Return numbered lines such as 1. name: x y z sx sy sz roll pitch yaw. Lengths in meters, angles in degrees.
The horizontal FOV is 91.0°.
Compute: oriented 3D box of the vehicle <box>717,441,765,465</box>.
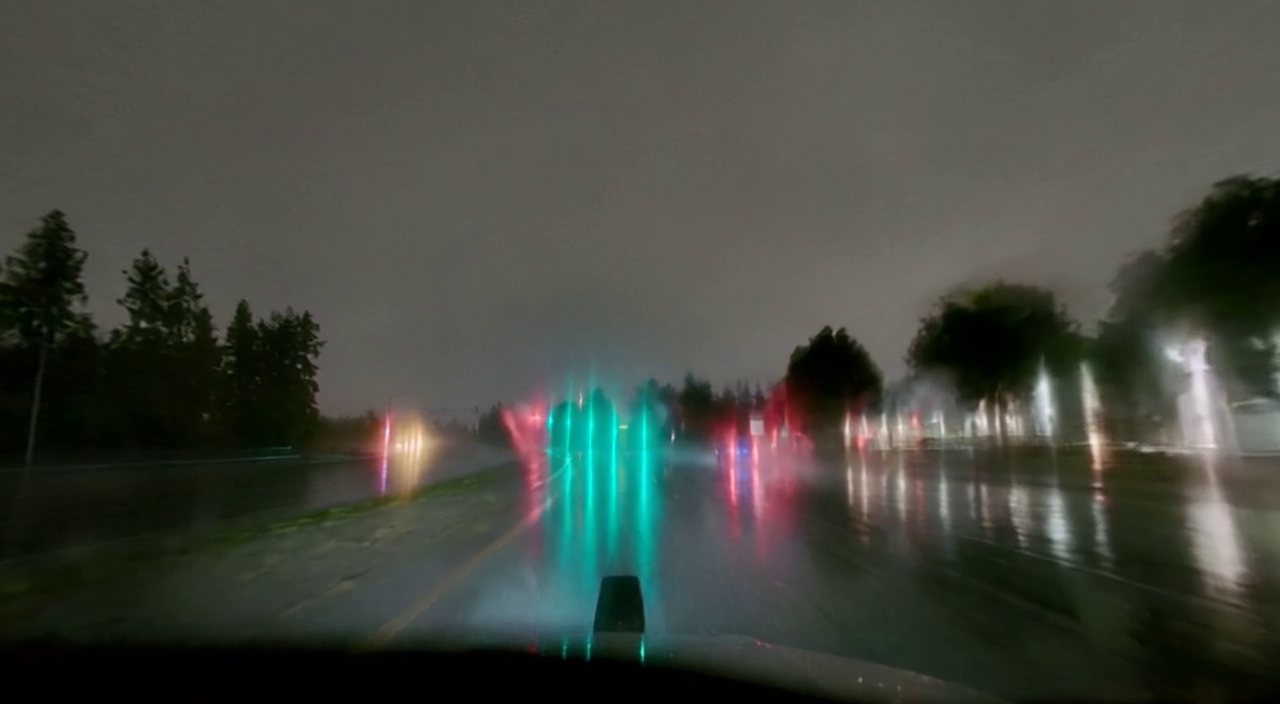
1. vehicle: 6.533 6.601 41.259 1.908 1.483 4.474 1 -9 -8
